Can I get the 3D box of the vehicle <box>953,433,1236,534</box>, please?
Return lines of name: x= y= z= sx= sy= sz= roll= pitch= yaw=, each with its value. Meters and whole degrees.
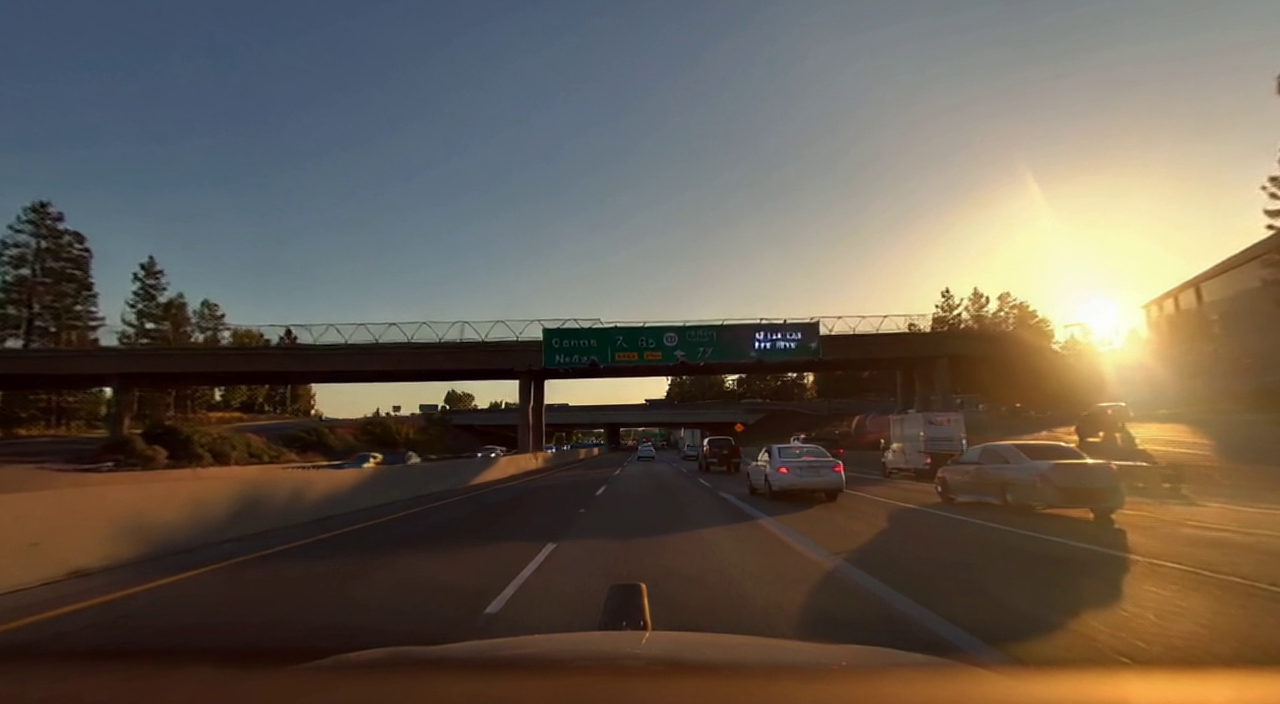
vehicle: x=7.787 y=2.259 z=11.503 sx=1.919 sy=1.476 sz=4.303 roll=0 pitch=-8 yaw=0

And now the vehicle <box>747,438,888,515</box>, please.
vehicle: x=3.849 y=2.752 z=14.574 sx=1.902 sy=1.481 sz=4.451 roll=0 pitch=-8 yaw=-1

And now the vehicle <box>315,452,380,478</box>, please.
vehicle: x=-18.694 y=7.215 z=40.578 sx=1.860 sy=1.483 sz=4.649 roll=0 pitch=-8 yaw=1

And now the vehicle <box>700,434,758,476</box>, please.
vehicle: x=4.244 y=4.994 z=30.876 sx=2.086 sy=1.858 sz=4.737 roll=0 pitch=-8 yaw=-1

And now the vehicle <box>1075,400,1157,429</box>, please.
vehicle: x=33.329 y=4.445 z=44.374 sx=2.131 sy=1.840 sz=4.870 roll=-1 pitch=-8 yaw=4

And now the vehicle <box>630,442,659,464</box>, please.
vehicle: x=0.350 y=7.815 z=48.940 sx=2.124 sy=1.639 sz=4.122 roll=0 pitch=-8 yaw=0

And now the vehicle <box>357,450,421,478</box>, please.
vehicle: x=-14.806 y=6.617 z=37.431 sx=1.897 sy=1.497 sz=4.446 roll=0 pitch=-8 yaw=1
